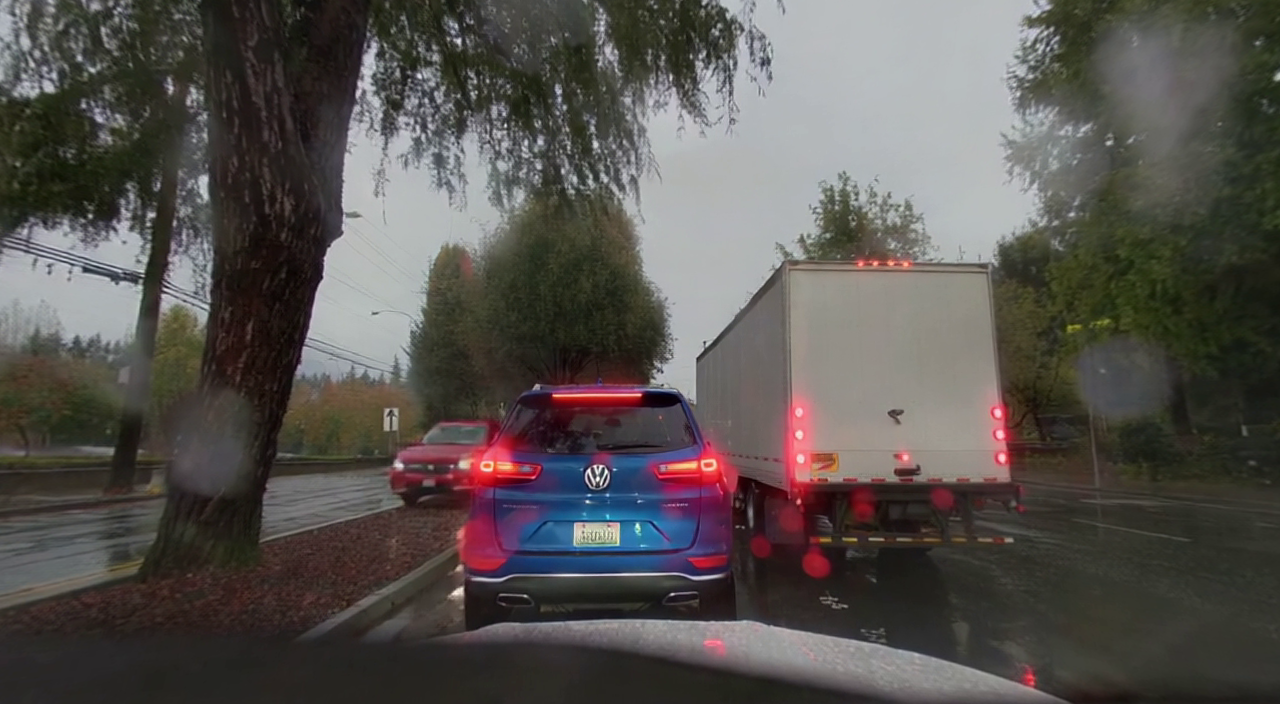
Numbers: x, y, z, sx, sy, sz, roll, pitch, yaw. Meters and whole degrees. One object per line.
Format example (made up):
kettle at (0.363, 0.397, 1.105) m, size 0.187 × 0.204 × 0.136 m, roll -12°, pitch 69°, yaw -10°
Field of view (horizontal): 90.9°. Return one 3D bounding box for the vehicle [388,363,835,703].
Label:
vehicle at (-0.136, 1.228, 5.183) m, size 2.114 × 1.732 × 4.230 m, roll 0°, pitch -8°, yaw 0°

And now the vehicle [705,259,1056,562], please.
vehicle at (3.230, 1.264, 11.809) m, size 2.915 × 3.559 × 8.848 m, roll 0°, pitch -8°, yaw -1°

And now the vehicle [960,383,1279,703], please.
vehicle at (2.830, 0.745, 1.191) m, size 1.971 × 1.484 × 4.728 m, roll 0°, pitch -8°, yaw 0°
